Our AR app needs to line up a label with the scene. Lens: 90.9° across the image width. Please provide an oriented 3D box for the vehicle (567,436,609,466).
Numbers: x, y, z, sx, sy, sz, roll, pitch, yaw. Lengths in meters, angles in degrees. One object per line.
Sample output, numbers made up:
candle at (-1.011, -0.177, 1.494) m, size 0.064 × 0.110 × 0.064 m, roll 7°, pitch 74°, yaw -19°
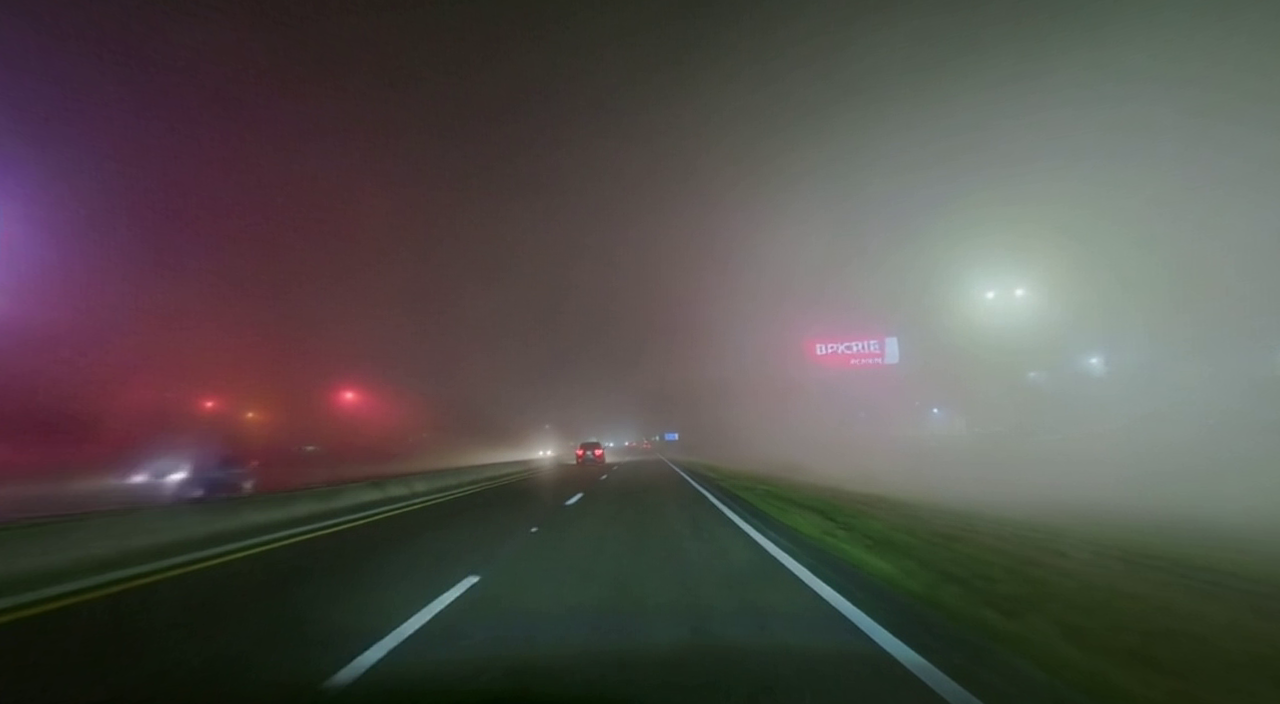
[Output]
vehicle at (-3.335, 6.472, 41.420) m, size 2.159 × 1.793 × 5.027 m, roll -1°, pitch -8°, yaw 1°

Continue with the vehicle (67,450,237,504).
vehicle at (-15.242, 3.876, 20.106) m, size 1.789 × 1.464 × 4.599 m, roll 0°, pitch -8°, yaw -1°
